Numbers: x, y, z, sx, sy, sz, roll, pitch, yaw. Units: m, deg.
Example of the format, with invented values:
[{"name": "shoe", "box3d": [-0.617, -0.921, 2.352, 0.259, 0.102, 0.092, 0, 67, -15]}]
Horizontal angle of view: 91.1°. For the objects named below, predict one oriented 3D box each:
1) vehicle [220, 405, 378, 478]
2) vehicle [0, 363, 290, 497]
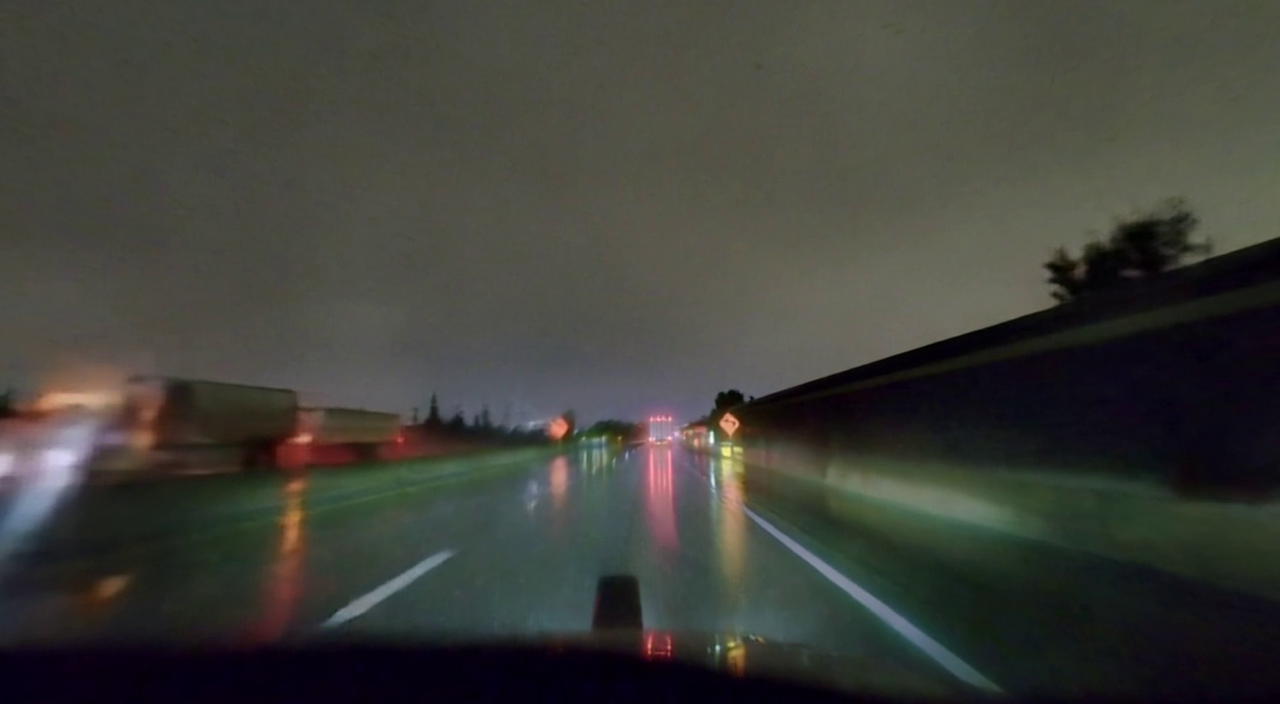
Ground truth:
[{"name": "vehicle", "box3d": [-16.830, 4.513, 32.061, 2.818, 3.168, 8.954, 0, -8, 2]}, {"name": "vehicle", "box3d": [-17.047, 2.862, 22.773, 3.080, 3.801, 9.455, 0, -8, 1]}]
